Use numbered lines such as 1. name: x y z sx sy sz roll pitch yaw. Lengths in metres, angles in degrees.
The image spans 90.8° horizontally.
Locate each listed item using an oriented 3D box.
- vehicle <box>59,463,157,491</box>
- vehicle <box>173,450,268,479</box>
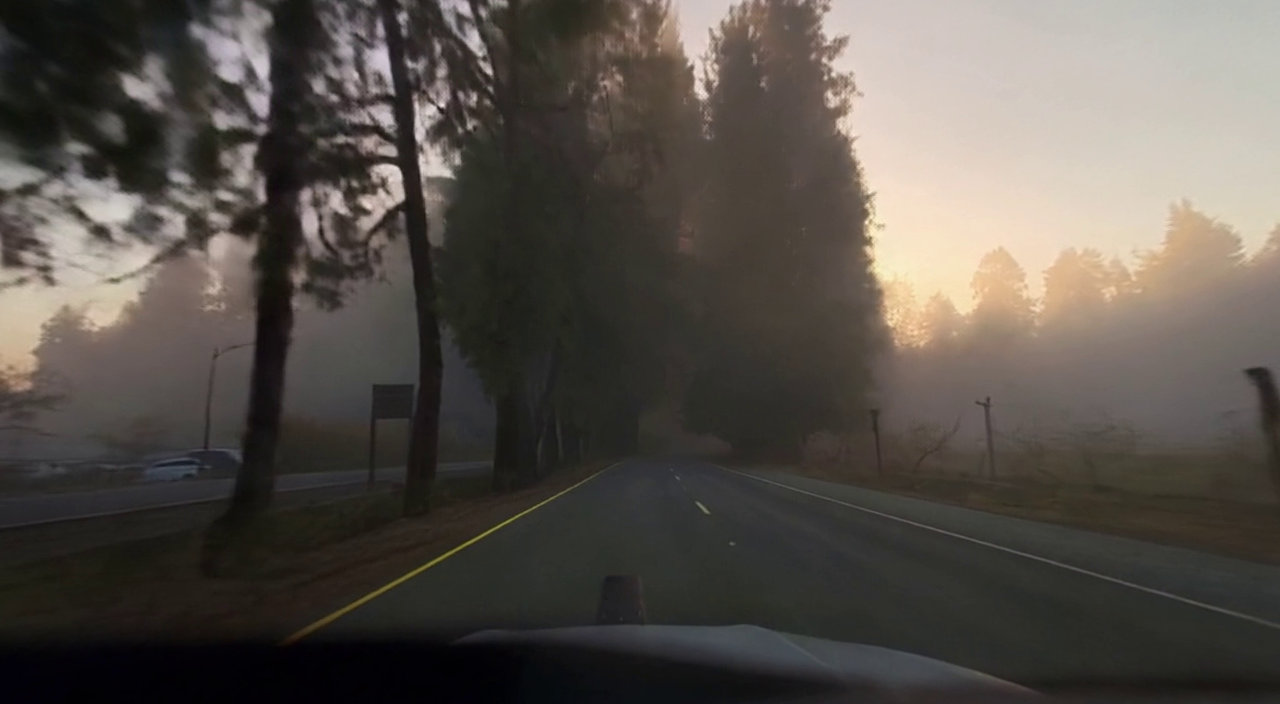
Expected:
1. vehicle: -31.212 7.316 37.116 4.204 1.448 1.738 0 -8 2
2. vehicle: -31.792 8.519 47.949 5.647 2.071 2.194 0 -9 3
